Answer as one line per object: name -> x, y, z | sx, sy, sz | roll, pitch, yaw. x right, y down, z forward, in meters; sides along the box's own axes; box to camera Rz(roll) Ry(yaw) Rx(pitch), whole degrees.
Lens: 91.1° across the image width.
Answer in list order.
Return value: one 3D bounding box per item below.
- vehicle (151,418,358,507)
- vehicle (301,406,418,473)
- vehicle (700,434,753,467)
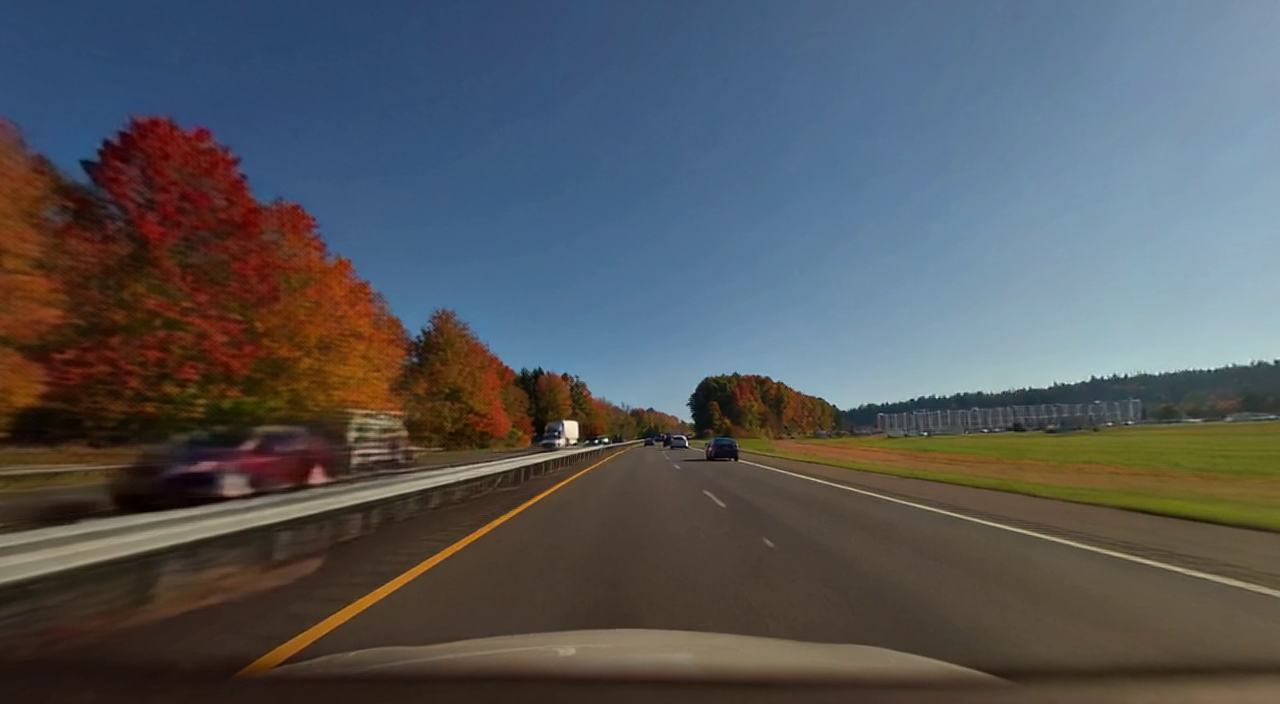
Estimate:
vehicle -> -8.711, 2.521, 14.830 | 1.954, 1.757, 4.603 | 0, -8, 0
vehicle -> -13.026, 4.138, 29.816 | 2.524, 2.819, 6.073 | -1, -8, 2
vehicle -> 4.266, 4.920, 31.667 | 2.024, 1.516, 4.197 | 0, -8, -1
